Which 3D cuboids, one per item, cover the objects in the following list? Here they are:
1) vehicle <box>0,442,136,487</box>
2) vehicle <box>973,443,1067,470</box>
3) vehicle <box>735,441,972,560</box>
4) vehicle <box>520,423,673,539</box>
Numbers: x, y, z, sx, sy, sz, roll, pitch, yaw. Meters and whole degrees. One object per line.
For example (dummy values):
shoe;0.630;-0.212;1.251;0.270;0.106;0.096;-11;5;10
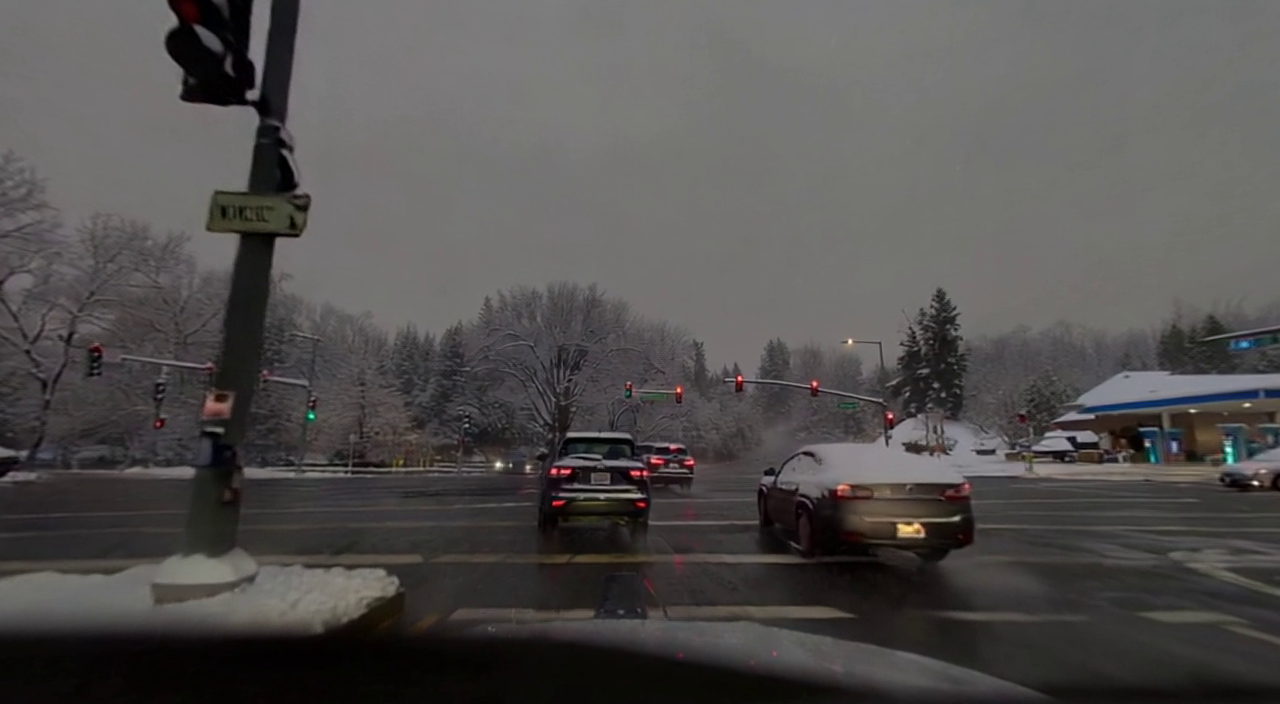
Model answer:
vehicle;-26.642;5.207;29.350;4.658;1.911;2.162;-2;-9;5
vehicle;25.915;7.143;43.278;4.952;1.745;2.184;-2;-9;14
vehicle;3.056;2.216;10.322;1.965;1.460;4.581;1;-9;-5
vehicle;-1.009;2.325;12.059;2.351;1.733;4.616;1;-9;-9
